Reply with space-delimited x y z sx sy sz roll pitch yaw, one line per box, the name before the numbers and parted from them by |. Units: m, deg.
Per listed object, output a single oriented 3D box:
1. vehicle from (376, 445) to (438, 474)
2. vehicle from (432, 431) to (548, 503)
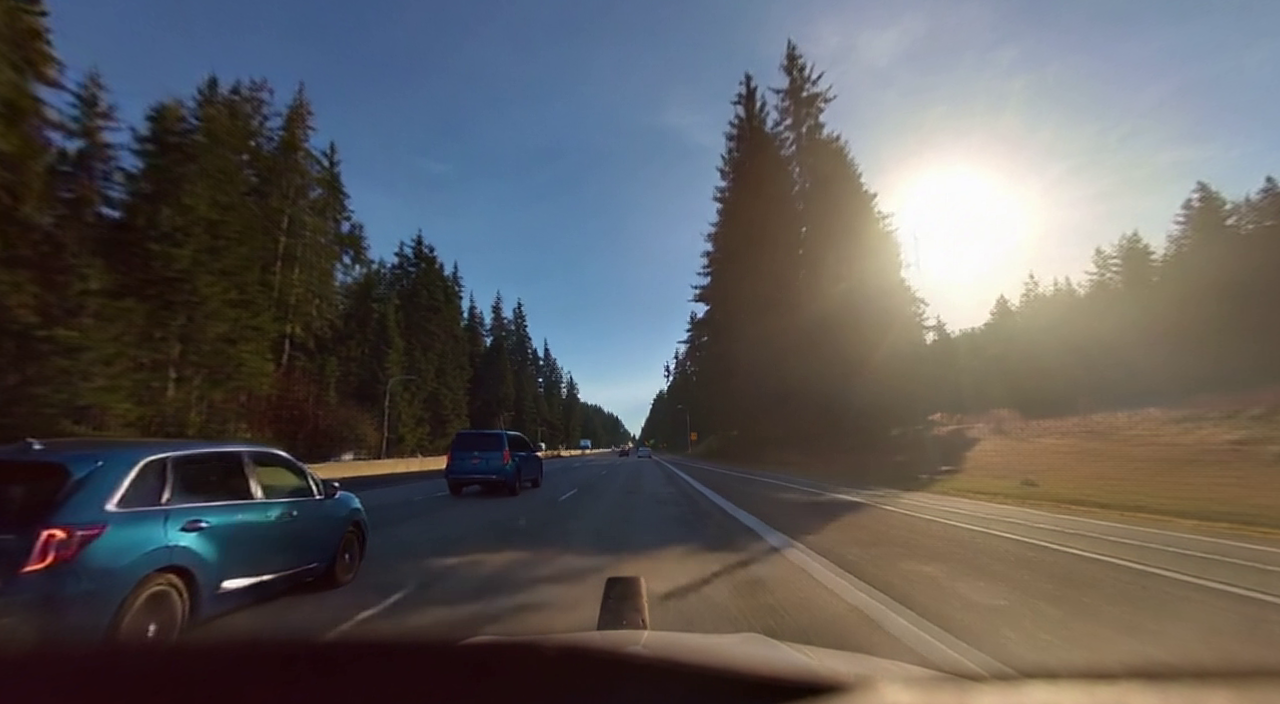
vehicle | -13.523 6.248 36.856 1.891 1.553 4.393 0 -9 1
vehicle | -4.019 3.174 17.823 2.084 1.752 4.479 0 -9 1
